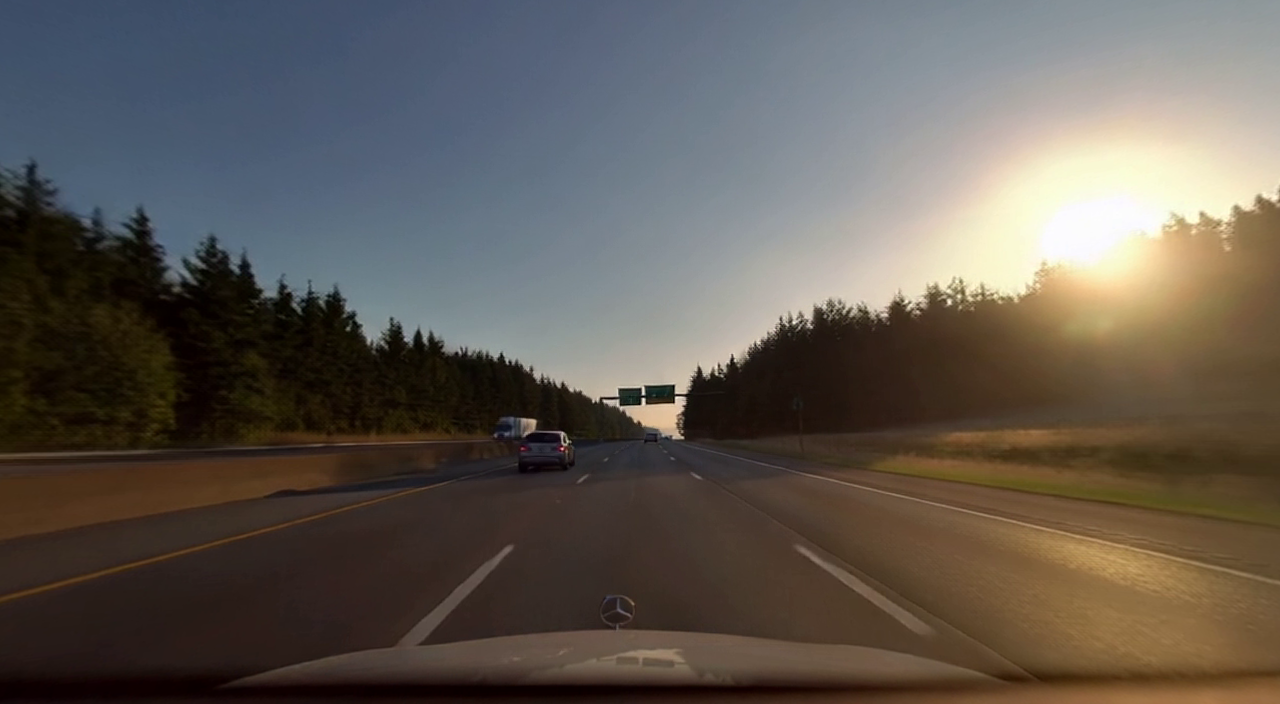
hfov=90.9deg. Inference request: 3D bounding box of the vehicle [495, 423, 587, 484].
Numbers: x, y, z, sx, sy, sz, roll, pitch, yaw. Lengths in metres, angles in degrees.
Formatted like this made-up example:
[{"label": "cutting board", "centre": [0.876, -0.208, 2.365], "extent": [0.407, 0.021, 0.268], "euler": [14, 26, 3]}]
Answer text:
[{"label": "vehicle", "centre": [-2.859, 3.036, 19.227], "extent": [2.084, 1.654, 4.080], "euler": [0, -8, 1]}]
